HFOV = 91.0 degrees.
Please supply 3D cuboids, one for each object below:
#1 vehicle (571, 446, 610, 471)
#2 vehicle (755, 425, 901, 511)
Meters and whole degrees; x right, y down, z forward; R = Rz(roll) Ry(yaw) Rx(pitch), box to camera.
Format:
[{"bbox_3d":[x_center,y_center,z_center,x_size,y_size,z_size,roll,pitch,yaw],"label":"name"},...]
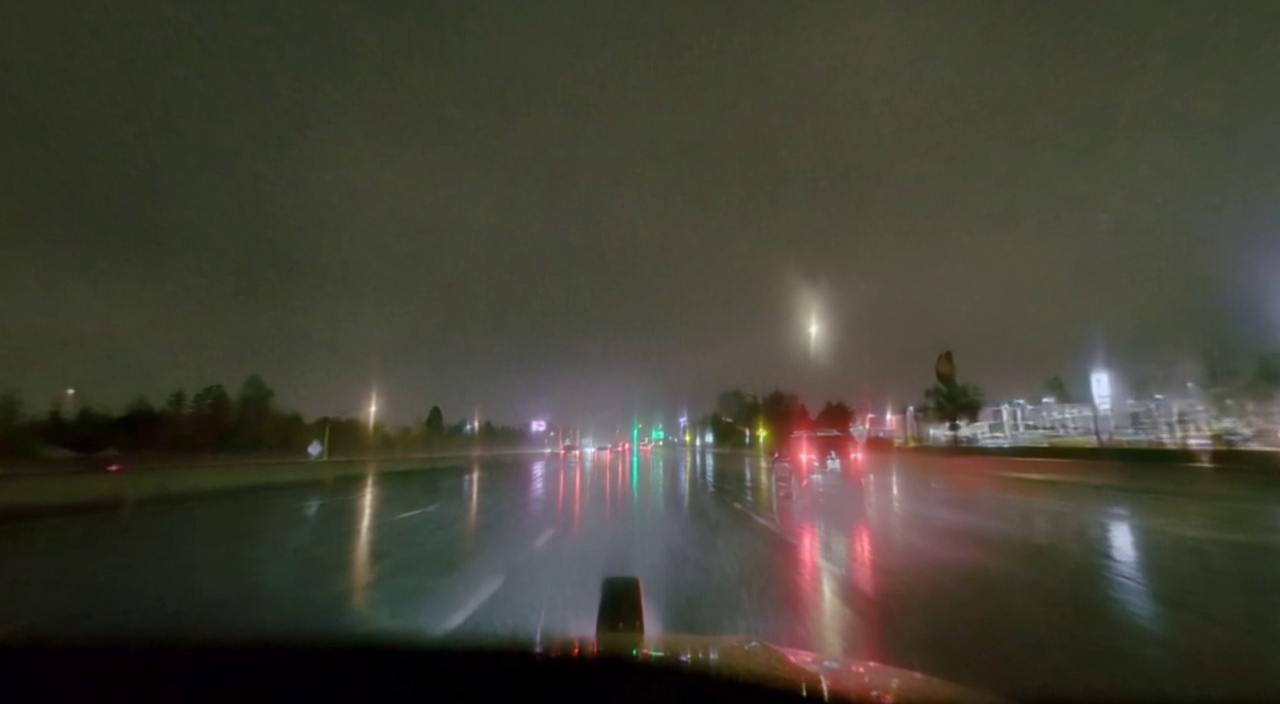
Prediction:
[{"bbox_3d":[-3.153,6.860,40.704,2.139,1.510,4.506,0,-9,0],"label":"vehicle"},{"bbox_3d":[4.345,2.768,15.502,2.109,1.764,4.704,0,-9,0],"label":"vehicle"}]
